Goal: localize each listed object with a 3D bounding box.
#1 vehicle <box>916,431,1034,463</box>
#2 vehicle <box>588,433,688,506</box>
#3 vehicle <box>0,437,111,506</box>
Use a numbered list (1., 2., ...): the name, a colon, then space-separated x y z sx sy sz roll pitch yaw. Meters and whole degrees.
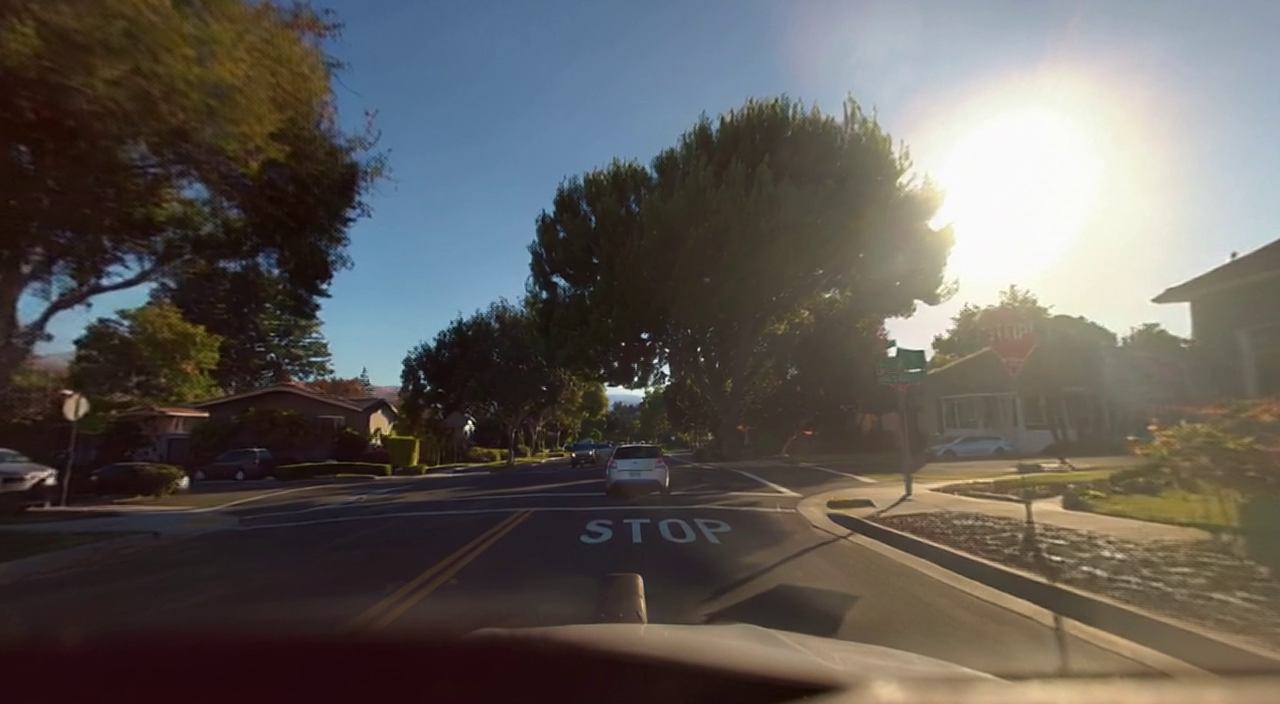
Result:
1. vehicle: 16.598 4.725 31.342 4.748 1.488 2.029 1 -9 -4
2. vehicle: -0.106 2.743 15.124 2.043 1.484 4.340 0 -9 -2
3. vehicle: -20.872 3.924 20.010 5.796 1.946 2.391 -3 -10 -4
